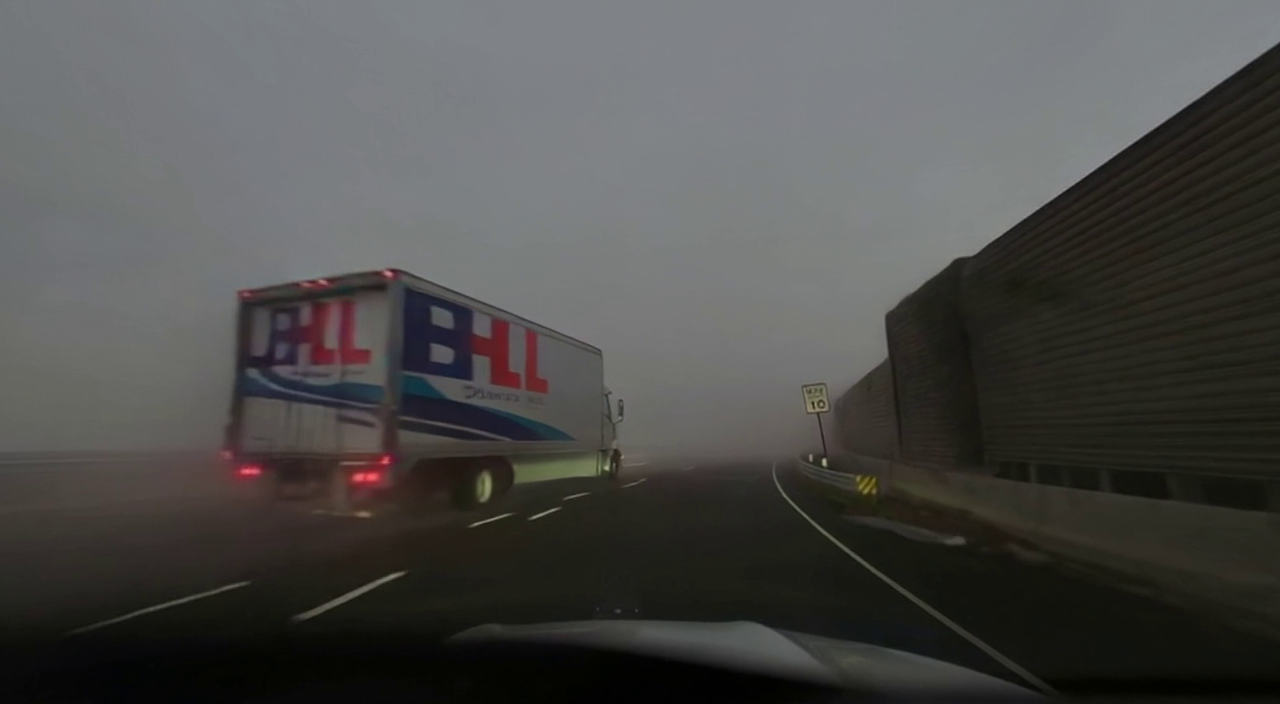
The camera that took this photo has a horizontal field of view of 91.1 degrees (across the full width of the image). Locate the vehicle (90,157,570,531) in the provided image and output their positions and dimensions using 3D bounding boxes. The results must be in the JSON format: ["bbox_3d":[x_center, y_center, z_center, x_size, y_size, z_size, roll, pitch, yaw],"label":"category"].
[{"bbox_3d":[-4.071,0.390,11.415,2.796,4.184,8.554,0,-7,13],"label":"vehicle"}]
